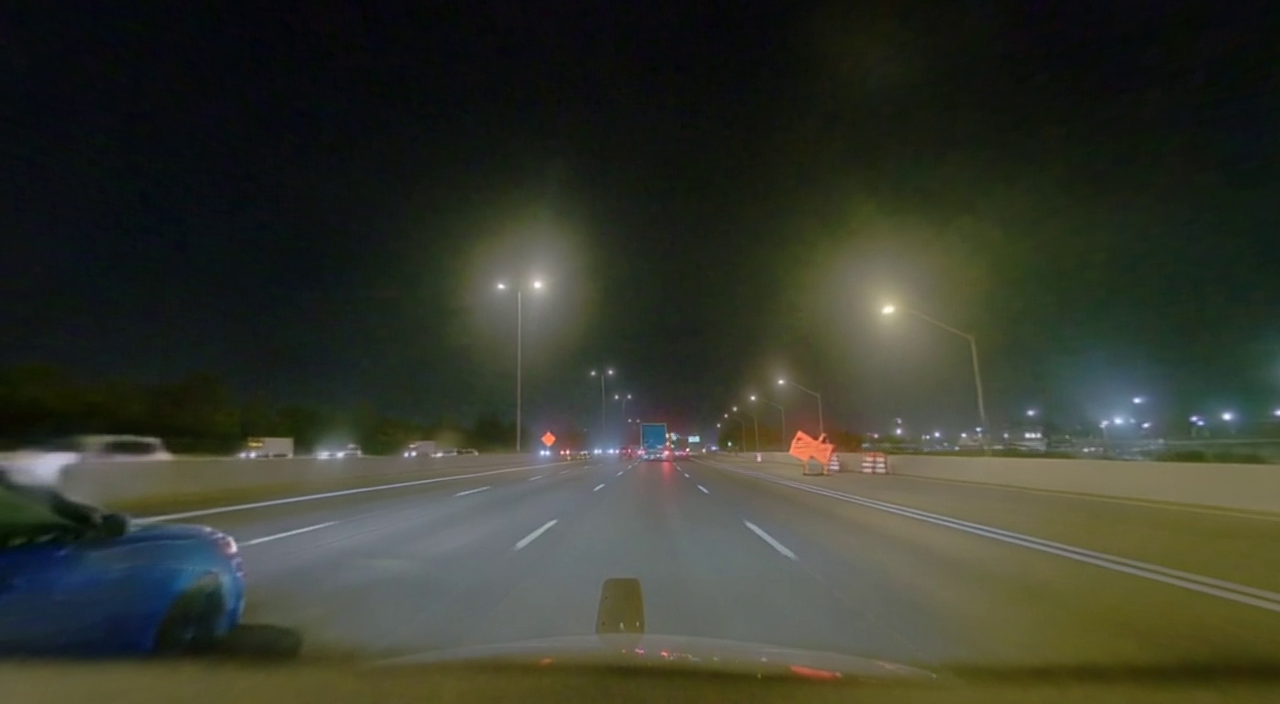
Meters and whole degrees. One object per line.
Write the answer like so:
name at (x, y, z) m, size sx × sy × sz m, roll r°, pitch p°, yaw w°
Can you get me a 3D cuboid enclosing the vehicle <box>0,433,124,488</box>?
vehicle at (-19.786, 3.449, 20.160) m, size 2.134 × 1.595 × 5.049 m, roll 0°, pitch -9°, yaw 1°
